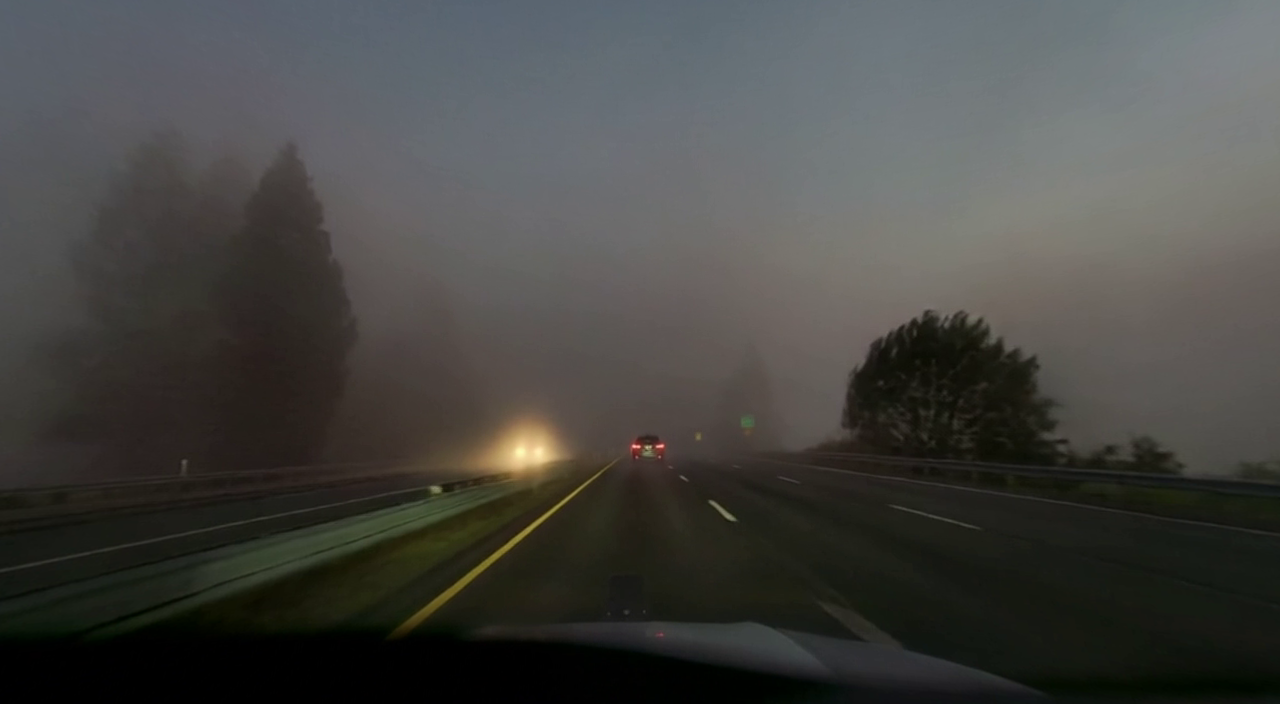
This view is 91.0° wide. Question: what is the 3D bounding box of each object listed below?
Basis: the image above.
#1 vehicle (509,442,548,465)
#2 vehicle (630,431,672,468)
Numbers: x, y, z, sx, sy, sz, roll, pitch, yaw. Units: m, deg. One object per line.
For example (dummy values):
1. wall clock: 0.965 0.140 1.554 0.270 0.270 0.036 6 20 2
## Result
1. vehicle: -7.694 7.024 43.759 1.899 1.513 4.382 0 -8 1
2. vehicle: 0.650 5.643 36.599 2.301 1.944 4.554 0 -8 1
